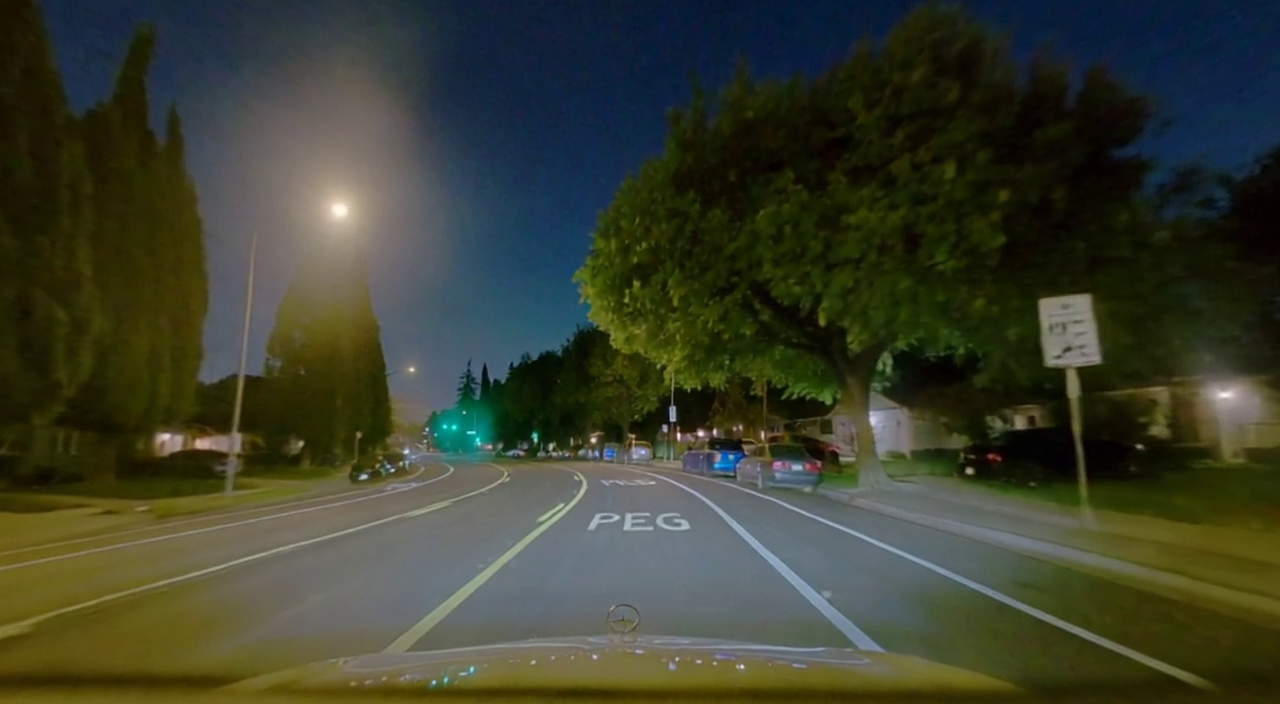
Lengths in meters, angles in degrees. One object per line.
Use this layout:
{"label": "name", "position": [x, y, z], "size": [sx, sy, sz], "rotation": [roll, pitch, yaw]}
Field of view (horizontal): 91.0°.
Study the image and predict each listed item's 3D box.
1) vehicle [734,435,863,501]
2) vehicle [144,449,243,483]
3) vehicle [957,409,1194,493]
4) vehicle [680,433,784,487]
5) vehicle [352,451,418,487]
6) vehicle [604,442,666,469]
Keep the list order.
{"label": "vehicle", "position": [4.801, 3.631, 20.344], "size": [1.954, 1.732, 6.409], "rotation": [2, -8, -5]}
{"label": "vehicle", "position": [-20.997, 5.363, 29.862], "size": [1.942, 1.464, 4.537], "rotation": [2, -9, -9]}
{"label": "vehicle", "position": [11.684, 2.675, 17.124], "size": [4.882, 1.766, 2.040], "rotation": [-4, -9, -4]}
{"label": "vehicle", "position": [3.746, 4.622, 27.381], "size": [2.402, 1.889, 6.910], "rotation": [5, -9, -9]}
{"label": "vehicle", "position": [-13.397, 6.117, 33.332], "size": [2.292, 1.499, 4.661], "rotation": [-4, -8, -11]}
{"label": "vehicle", "position": [-0.511, 7.536, 45.942], "size": [2.723, 1.785, 7.174], "rotation": [3, -10, -16]}
